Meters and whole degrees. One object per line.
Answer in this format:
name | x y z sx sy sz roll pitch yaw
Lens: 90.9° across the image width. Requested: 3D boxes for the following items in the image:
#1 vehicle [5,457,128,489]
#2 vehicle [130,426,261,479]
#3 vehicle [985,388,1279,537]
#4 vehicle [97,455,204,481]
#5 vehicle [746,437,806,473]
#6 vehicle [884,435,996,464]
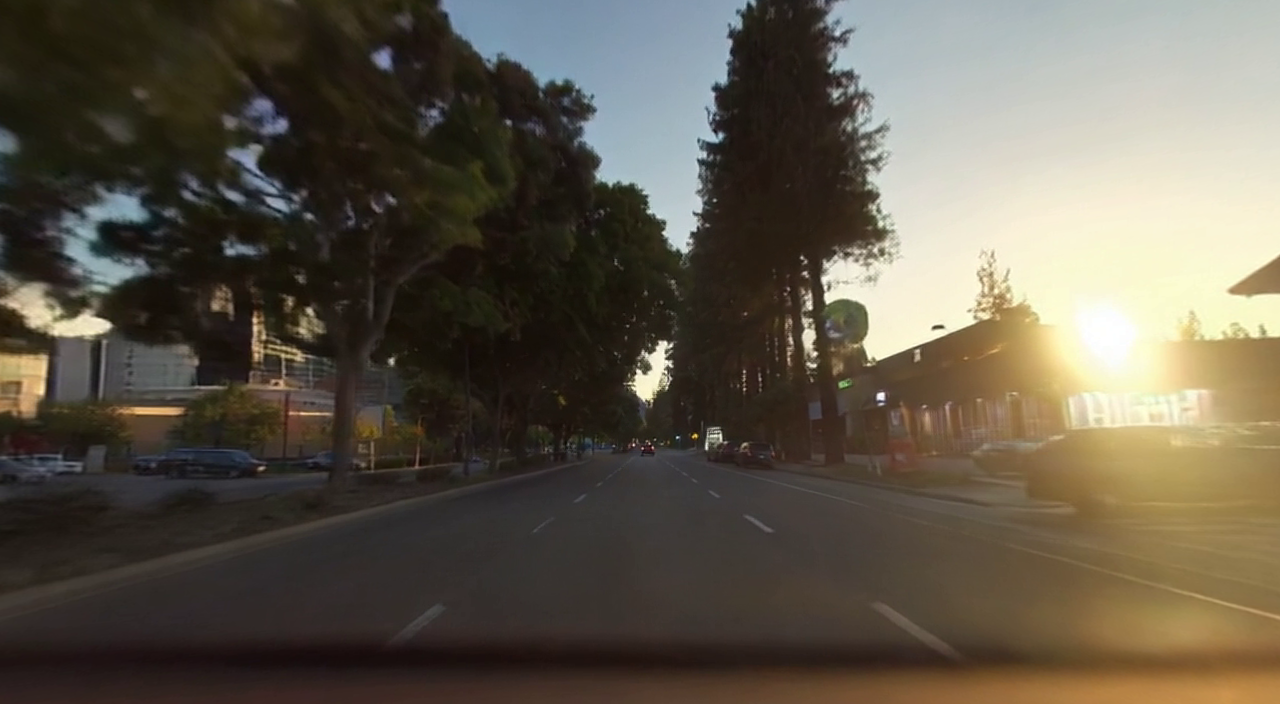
vehicle | -33.152 6.987 36.562 4.993 1.742 2.124 0 -9 0
vehicle | -32.839 7.424 46.810 7.106 3.726 3.230 0 -9 1
vehicle | 8.971 1.778 10.363 5.329 2.114 2.325 -3 -9 18
vehicle | -32.705 7.766 42.209 5.238 1.618 2.263 -1 -9 1
vehicle | 7.142 5.458 33.633 2.084 1.736 4.754 0 -8 -1
vehicle | 16.909 5.509 35.705 5.222 1.515 2.044 -1 -9 -1
